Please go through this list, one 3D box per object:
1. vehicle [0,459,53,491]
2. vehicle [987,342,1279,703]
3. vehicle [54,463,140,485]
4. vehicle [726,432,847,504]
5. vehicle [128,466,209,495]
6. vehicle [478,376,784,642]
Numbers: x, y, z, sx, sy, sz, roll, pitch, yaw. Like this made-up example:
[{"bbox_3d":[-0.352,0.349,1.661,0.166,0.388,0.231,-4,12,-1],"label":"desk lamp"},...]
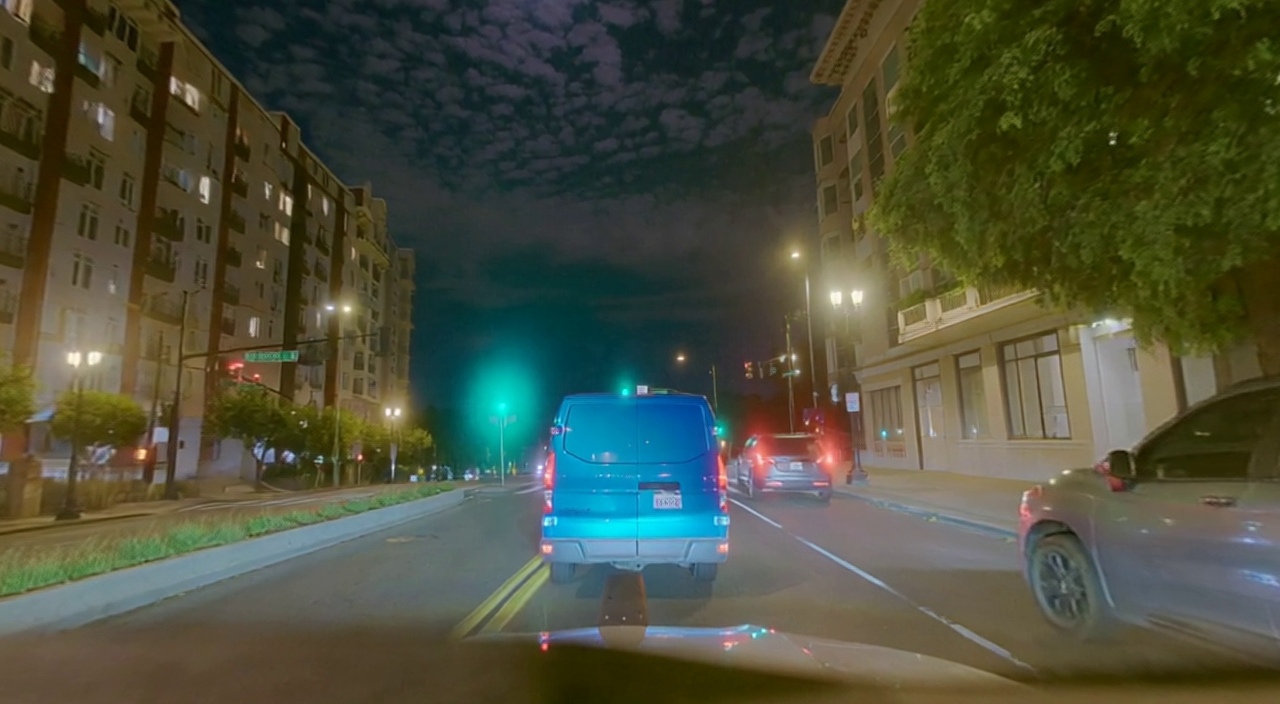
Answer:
[{"bbox_3d":[-35.492,6.848,35.177,3.843,1.680,1.782,-1,-9,7],"label":"vehicle"},{"bbox_3d":[3.805,0.855,2.785,2.157,1.748,4.130,0,-9,0],"label":"vehicle"},{"bbox_3d":[-38.382,8.626,44.636,4.396,1.458,1.809,-1,-9,2],"label":"vehicle"},{"bbox_3d":[3.799,3.111,17.334,2.061,1.676,4.734,0,-9,-2],"label":"vehicle"},{"bbox_3d":[-33.250,9.073,44.509,4.292,1.492,1.772,-6,-14,-1],"label":"vehicle"},{"bbox_3d":[-0.049,1.406,6.583,2.101,1.828,4.270,0,-9,0],"label":"vehicle"}]
